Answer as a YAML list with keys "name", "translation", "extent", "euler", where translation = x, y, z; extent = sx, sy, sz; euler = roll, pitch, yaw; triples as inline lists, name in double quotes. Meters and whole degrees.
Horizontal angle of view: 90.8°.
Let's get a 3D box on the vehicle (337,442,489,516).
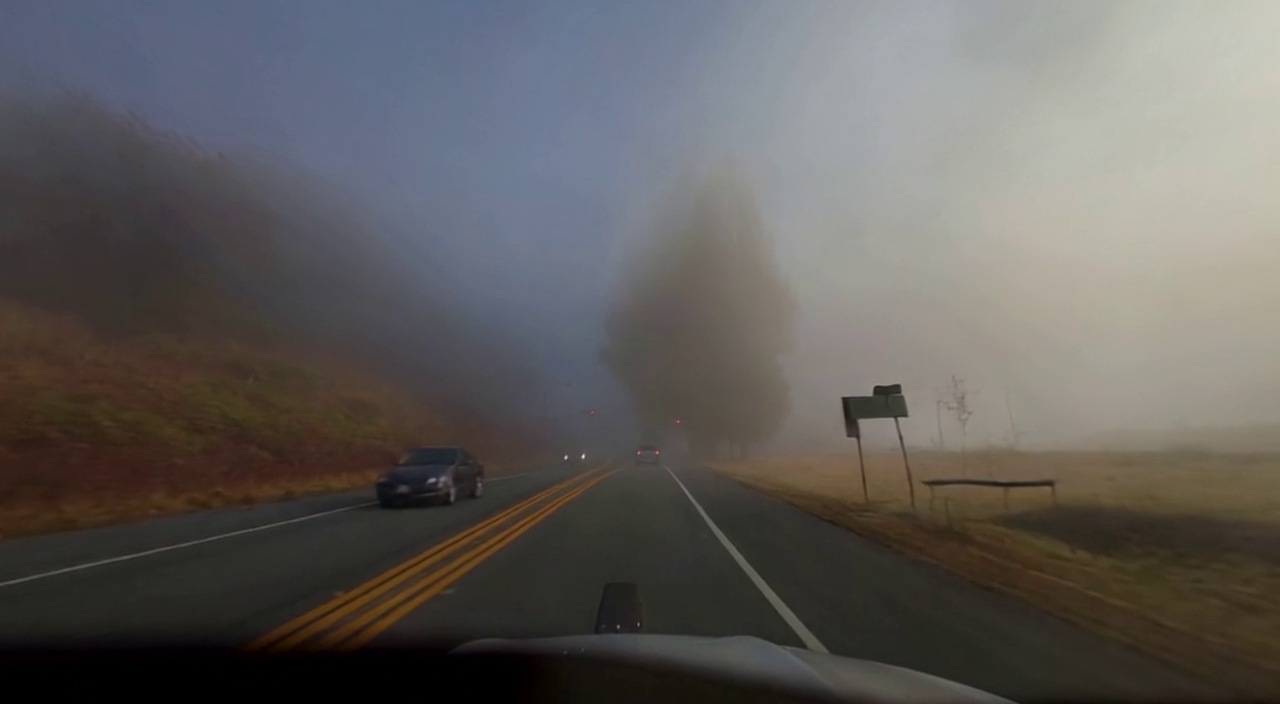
- name: "vehicle"
  translation: [-5.151, 2.916, 15.103]
  extent: [2.002, 1.455, 4.450]
  euler: [-1, -8, -1]
